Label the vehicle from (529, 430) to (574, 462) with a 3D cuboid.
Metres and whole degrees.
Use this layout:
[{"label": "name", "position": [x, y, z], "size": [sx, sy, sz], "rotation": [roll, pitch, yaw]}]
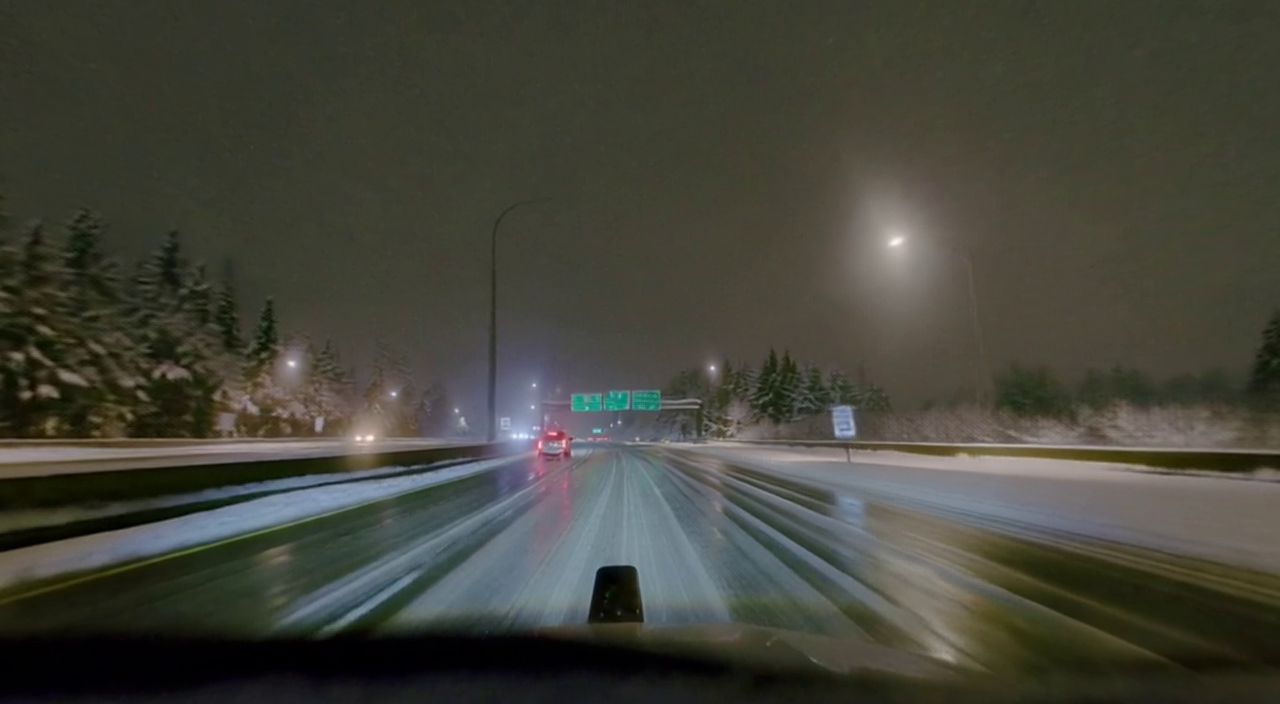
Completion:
[{"label": "vehicle", "position": [-4.681, 5.023, 33.758], "size": [1.878, 1.548, 3.966], "rotation": [0, -8, -1]}]
